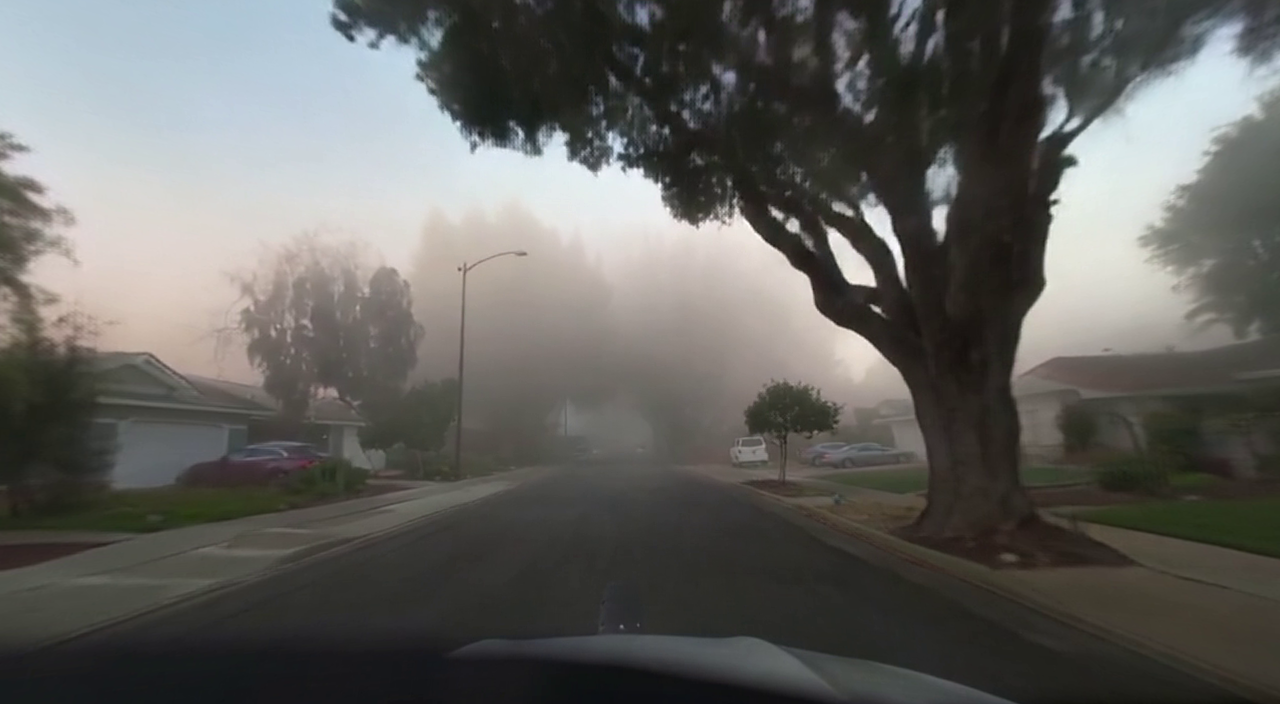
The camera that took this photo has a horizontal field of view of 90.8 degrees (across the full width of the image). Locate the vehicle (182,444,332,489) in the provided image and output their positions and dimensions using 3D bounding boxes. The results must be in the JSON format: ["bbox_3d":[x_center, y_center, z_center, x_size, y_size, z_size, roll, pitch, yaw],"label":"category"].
[{"bbox_3d":[-13.810,4.122,23.005,4.190,1.529,1.880,1,-9,-4],"label":"vehicle"}]

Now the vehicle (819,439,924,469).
[{"bbox_3d":[11.977,5.295,32.916,4.686,1.466,1.869,0,-9,-1],"label":"vehicle"}]

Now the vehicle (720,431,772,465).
[{"bbox_3d":[6.656,6.099,40.255,2.233,1.923,4.848,-3,-8,-2],"label":"vehicle"}]
